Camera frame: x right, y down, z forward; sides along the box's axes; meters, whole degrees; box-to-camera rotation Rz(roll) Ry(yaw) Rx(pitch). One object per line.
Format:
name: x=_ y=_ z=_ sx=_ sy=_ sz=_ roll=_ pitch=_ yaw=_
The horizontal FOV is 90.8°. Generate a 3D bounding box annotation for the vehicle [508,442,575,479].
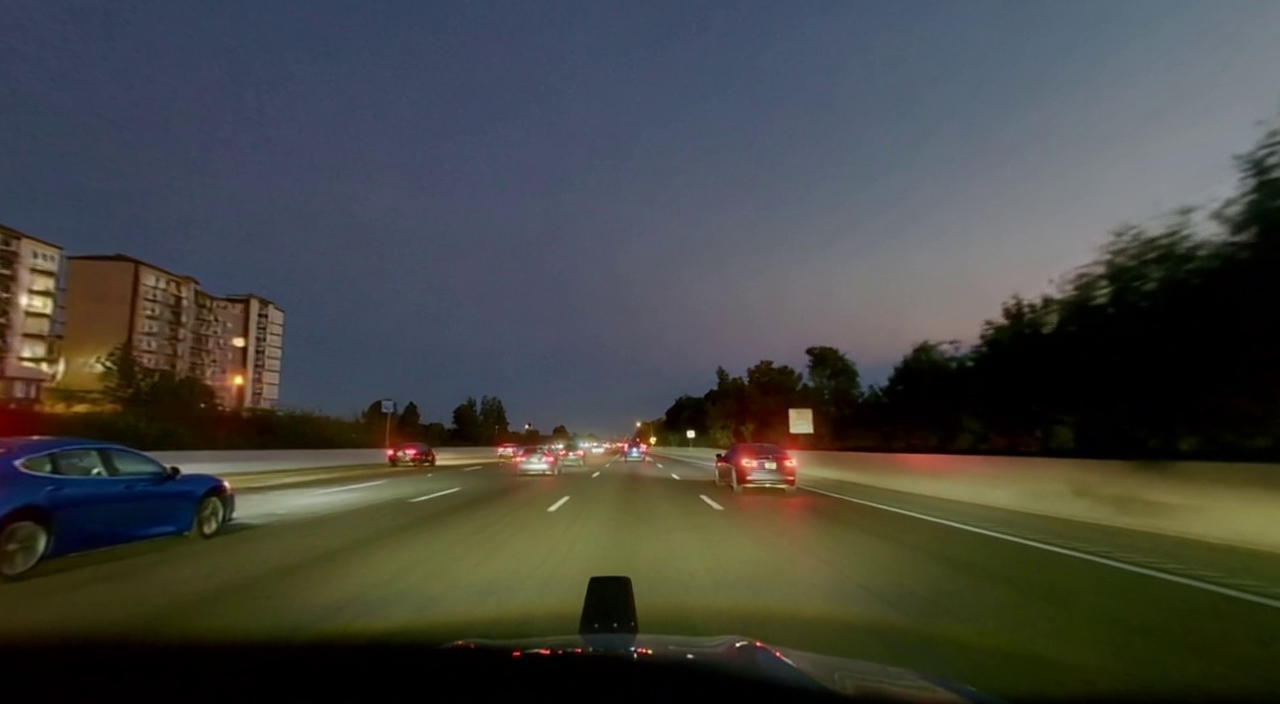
vehicle: x=-4.065 y=4.541 z=26.829 sx=2.124 sy=1.426 sz=4.444 roll=0 pitch=-8 yaw=0

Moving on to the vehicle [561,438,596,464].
vehicle: x=-4.275 y=6.994 z=44.755 sx=2.044 sy=1.774 sz=4.329 roll=0 pitch=-8 yaw=0

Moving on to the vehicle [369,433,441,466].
vehicle: x=-15.306 y=6.420 z=41.672 sx=2.396 sy=1.999 sz=6.333 roll=0 pitch=-8 yaw=0

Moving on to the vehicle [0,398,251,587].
vehicle: x=-7.142 y=1.526 z=7.291 sx=2.086 sy=1.776 sz=5.080 roll=0 pitch=-8 yaw=0

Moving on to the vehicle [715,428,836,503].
vehicle: x=3.285 y=2.860 z=16.353 sx=2.061 sy=1.658 sz=4.417 roll=0 pitch=-8 yaw=-1

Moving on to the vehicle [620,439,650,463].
vehicle: x=-0.366 y=7.207 z=45.936 sx=2.053 sy=1.650 sz=3.945 roll=0 pitch=-8 yaw=-1
